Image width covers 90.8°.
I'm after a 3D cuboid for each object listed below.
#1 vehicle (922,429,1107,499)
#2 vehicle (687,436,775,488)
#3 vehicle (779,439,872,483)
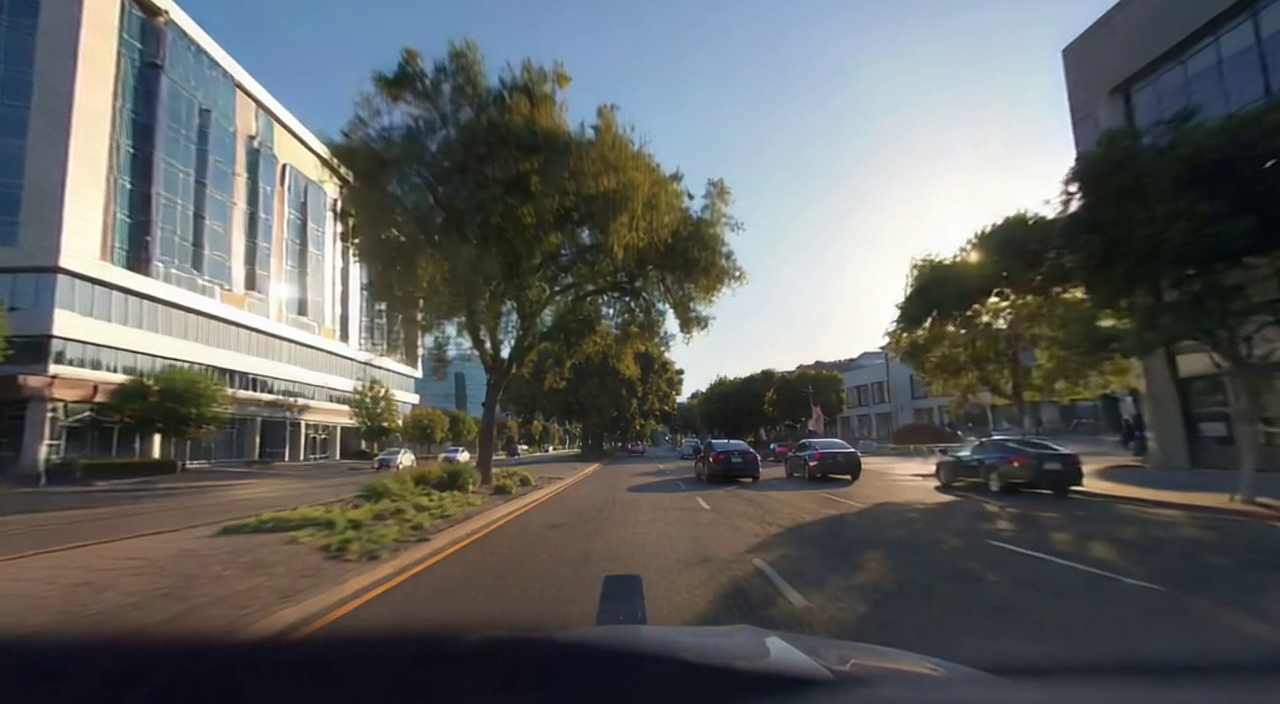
[{"bbox_3d":[9.772,2.966,17.140,1.952,1.574,5.052,0,-8,1],"label":"vehicle"},{"bbox_3d":[2.872,3.597,21.007,2.131,1.491,4.496,0,-8,-2],"label":"vehicle"},{"bbox_3d":[6.541,3.870,22.794,1.912,1.411,4.380,0,-8,-2],"label":"vehicle"}]
